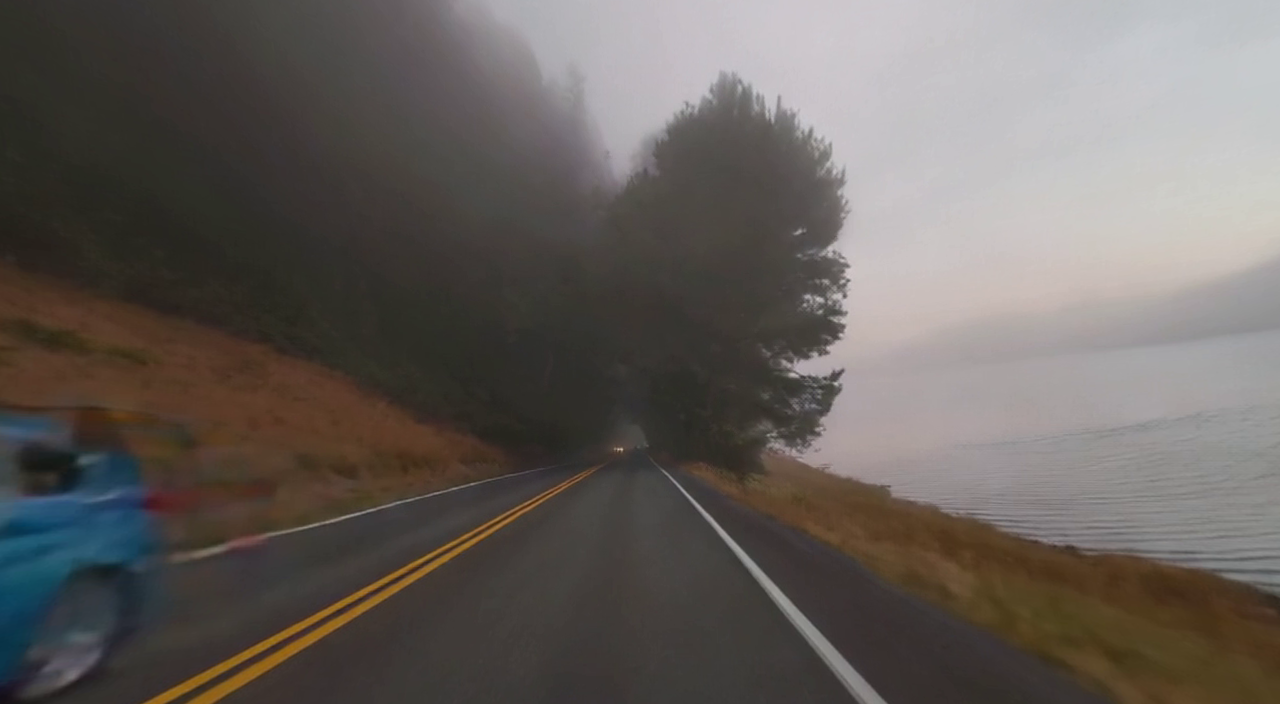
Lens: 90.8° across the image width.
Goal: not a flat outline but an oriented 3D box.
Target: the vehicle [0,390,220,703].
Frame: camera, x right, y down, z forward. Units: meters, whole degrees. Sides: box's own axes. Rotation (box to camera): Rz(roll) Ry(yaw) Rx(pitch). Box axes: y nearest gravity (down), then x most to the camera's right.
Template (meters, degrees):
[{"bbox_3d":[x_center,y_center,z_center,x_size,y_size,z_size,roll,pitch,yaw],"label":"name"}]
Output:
[{"bbox_3d":[-4.157,0.873,2.223,2.179,1.579,4.637,0,-8,0],"label":"vehicle"}]
